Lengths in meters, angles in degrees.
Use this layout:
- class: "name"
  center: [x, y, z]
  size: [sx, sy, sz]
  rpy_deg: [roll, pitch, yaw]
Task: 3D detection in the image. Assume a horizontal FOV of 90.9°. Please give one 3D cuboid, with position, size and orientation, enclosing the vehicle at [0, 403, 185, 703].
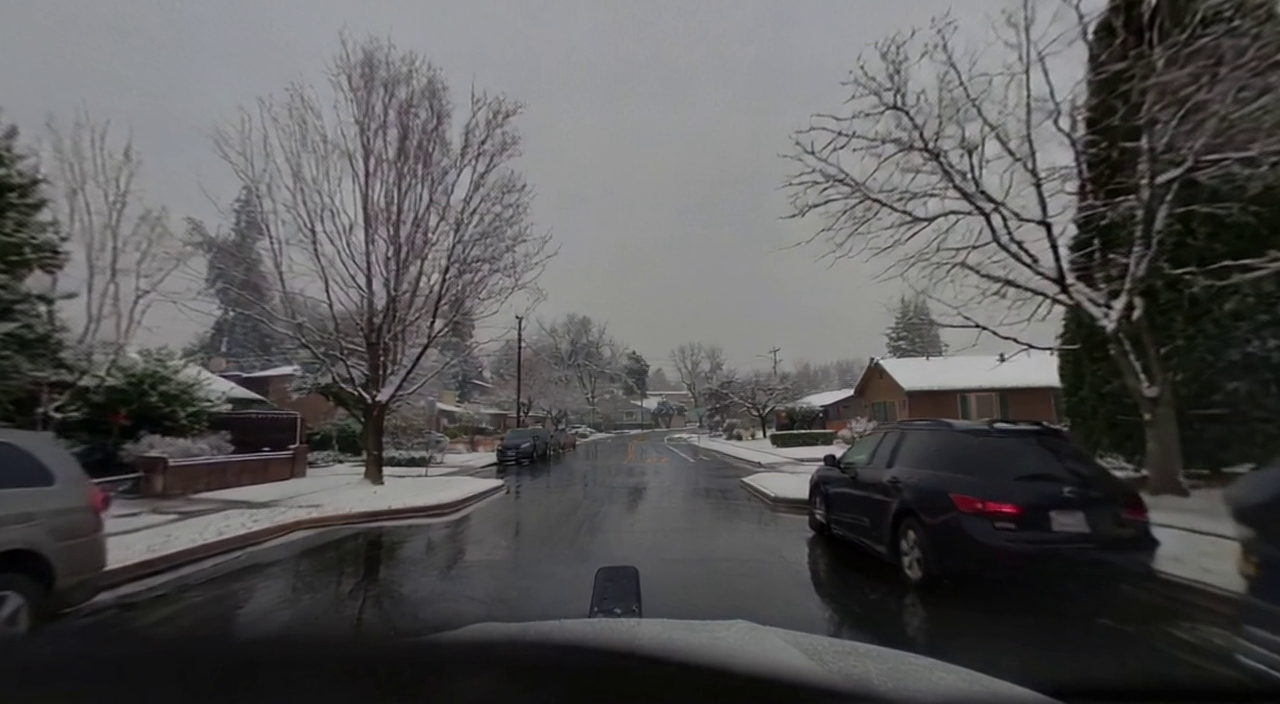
- class: "vehicle"
  center: [-4.309, 0.929, 2.328]
  size: [2.034, 1.552, 4.285]
  rpy_deg: [0, -8, 0]

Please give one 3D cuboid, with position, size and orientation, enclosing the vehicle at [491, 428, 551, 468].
- class: "vehicle"
  center: [-5.657, 4.605, 30.517]
  size: [2.147, 1.780, 4.165]
  rpy_deg: [0, -8, -1]

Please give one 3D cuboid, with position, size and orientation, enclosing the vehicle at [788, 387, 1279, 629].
- class: "vehicle"
  center: [3.249, 1.352, 6.613]
  size: [2.073, 1.619, 4.574]
  rpy_deg: [0, -8, -3]

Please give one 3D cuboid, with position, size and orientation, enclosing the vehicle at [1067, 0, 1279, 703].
- class: "vehicle"
  center: [3.585, -0.052, 0.312]
  size: [2.541, 3.000, 5.932]
  rpy_deg: [0, -8, 1]
